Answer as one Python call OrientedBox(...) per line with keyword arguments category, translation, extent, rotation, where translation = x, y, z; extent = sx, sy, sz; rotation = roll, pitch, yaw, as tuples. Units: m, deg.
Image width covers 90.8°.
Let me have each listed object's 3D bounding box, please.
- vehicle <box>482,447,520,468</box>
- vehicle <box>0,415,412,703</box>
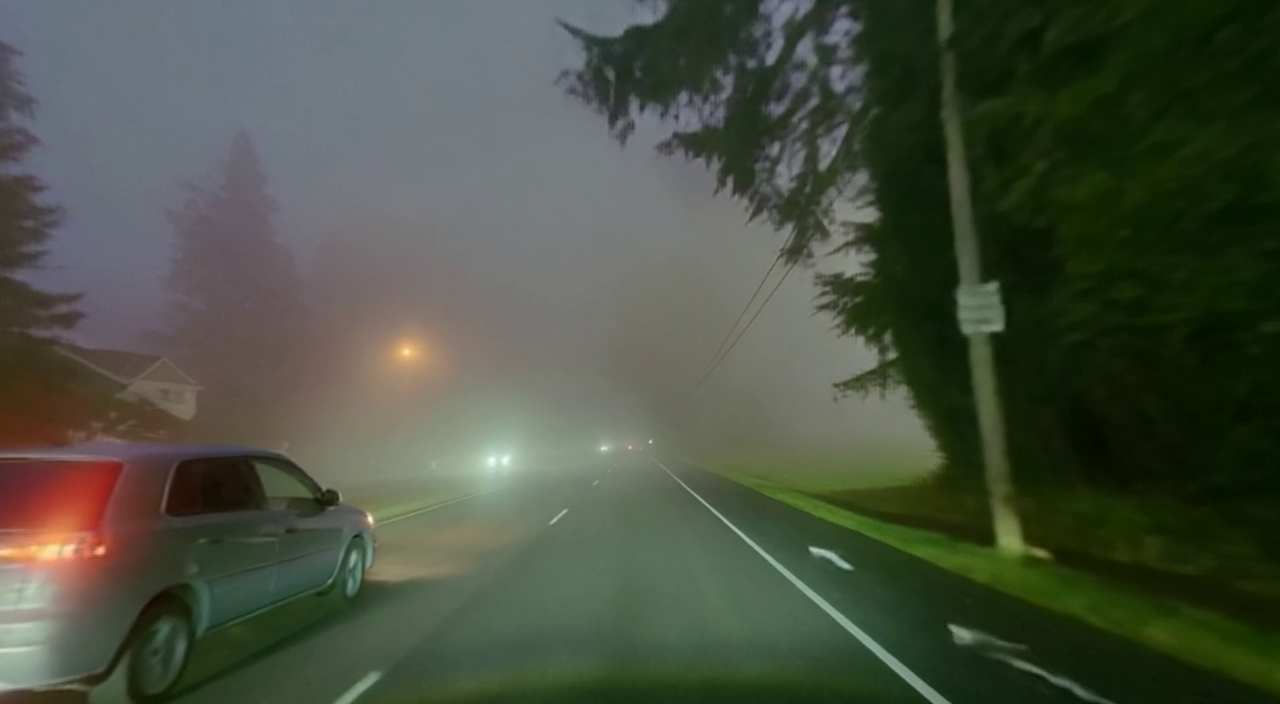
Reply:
OrientedBox(category="vehicle", translation=(-10.389, 7.915, 47.550), extent=(1.800, 1.449, 4.260), rotation=(-1, -8, 2))
OrientedBox(category="vehicle", translation=(-3.318, 1.218, 3.899), extent=(2.020, 1.478, 4.890), rotation=(0, -8, 0))
